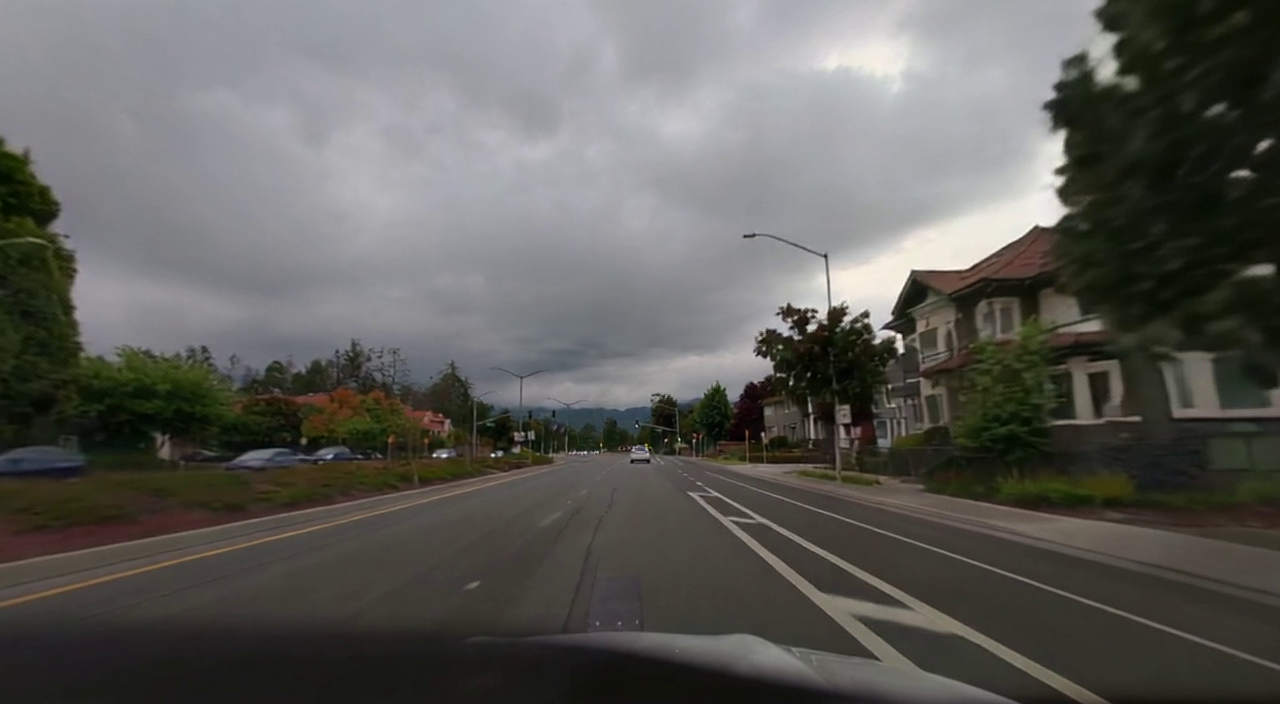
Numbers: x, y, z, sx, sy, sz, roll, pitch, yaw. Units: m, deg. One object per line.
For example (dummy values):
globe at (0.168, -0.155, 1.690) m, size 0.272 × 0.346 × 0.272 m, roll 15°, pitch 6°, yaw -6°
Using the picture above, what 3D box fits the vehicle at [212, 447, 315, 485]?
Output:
vehicle at (-16.144, 4.884, 27.354) m, size 1.773 × 1.505 × 4.280 m, roll 0°, pitch -9°, yaw 0°

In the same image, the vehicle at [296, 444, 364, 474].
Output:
vehicle at (-20.010, 6.902, 41.037) m, size 1.984 × 1.790 × 4.830 m, roll 0°, pitch -9°, yaw -1°
